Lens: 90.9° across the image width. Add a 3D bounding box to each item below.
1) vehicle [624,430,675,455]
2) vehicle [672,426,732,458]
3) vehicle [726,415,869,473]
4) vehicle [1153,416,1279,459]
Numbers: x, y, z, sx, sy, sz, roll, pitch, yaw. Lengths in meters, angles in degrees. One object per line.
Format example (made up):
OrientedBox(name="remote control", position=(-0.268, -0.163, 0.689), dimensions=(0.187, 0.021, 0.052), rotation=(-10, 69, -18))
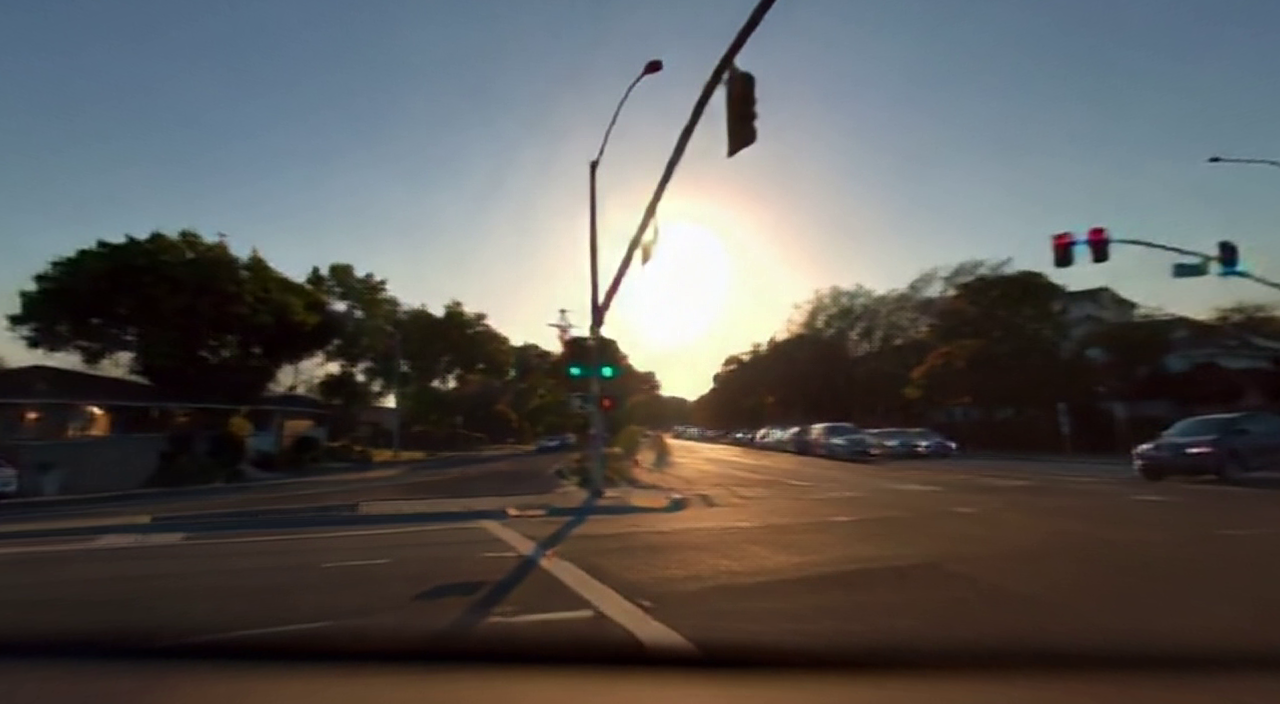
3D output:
OrientedBox(name="vehicle", position=(0.616, 6.655, 46.490), dimensions=(2.159, 1.734, 4.462), rotation=(3, -9, -23))
OrientedBox(name="vehicle", position=(3.814, 5.656, 39.659), dimensions=(1.963, 1.850, 4.651), rotation=(3, -9, -19))
OrientedBox(name="vehicle", position=(5.667, 3.461, 23.769), dimensions=(2.226, 1.897, 5.874), rotation=(3, -9, -21))
OrientedBox(name="vehicle", position=(30.352, 4.351, 32.032), dimensions=(5.840, 2.087, 2.737), rotation=(-2, -9, 13))
